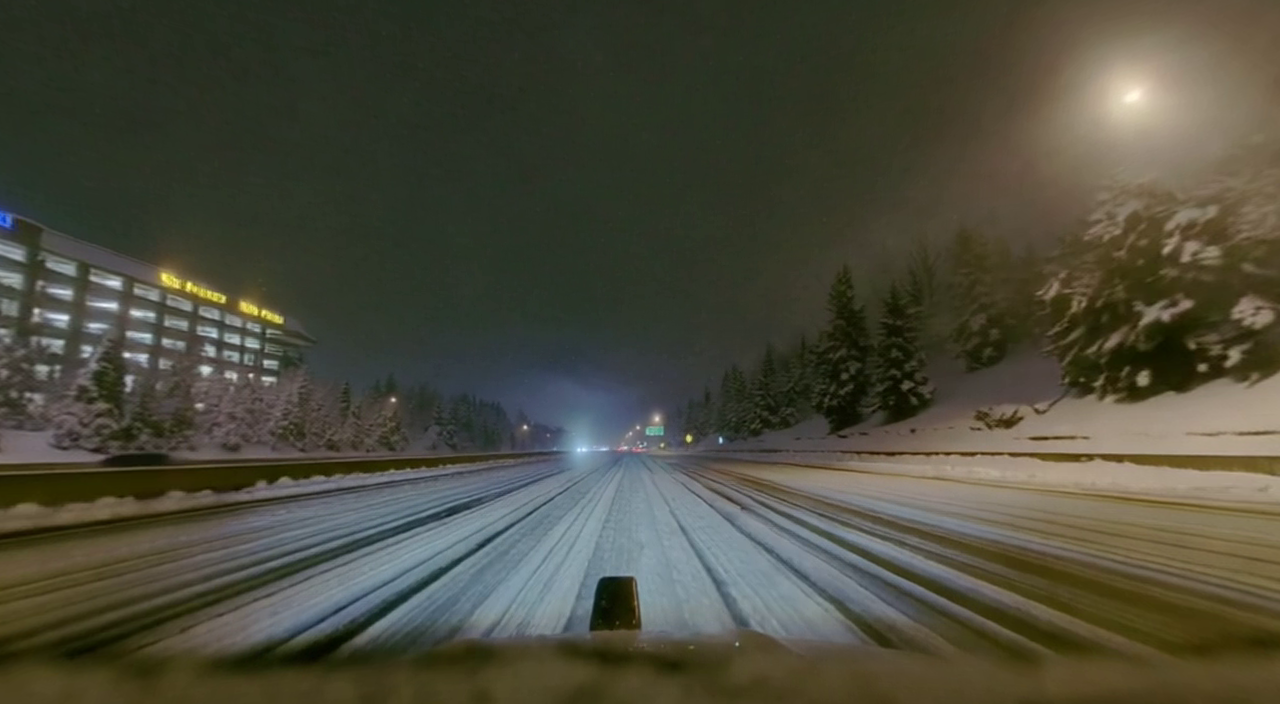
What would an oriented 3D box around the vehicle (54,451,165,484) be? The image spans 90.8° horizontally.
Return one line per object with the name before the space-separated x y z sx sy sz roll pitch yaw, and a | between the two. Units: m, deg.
vehicle | -26.395 5.731 31.658 1.797 1.463 4.376 0 -9 0
